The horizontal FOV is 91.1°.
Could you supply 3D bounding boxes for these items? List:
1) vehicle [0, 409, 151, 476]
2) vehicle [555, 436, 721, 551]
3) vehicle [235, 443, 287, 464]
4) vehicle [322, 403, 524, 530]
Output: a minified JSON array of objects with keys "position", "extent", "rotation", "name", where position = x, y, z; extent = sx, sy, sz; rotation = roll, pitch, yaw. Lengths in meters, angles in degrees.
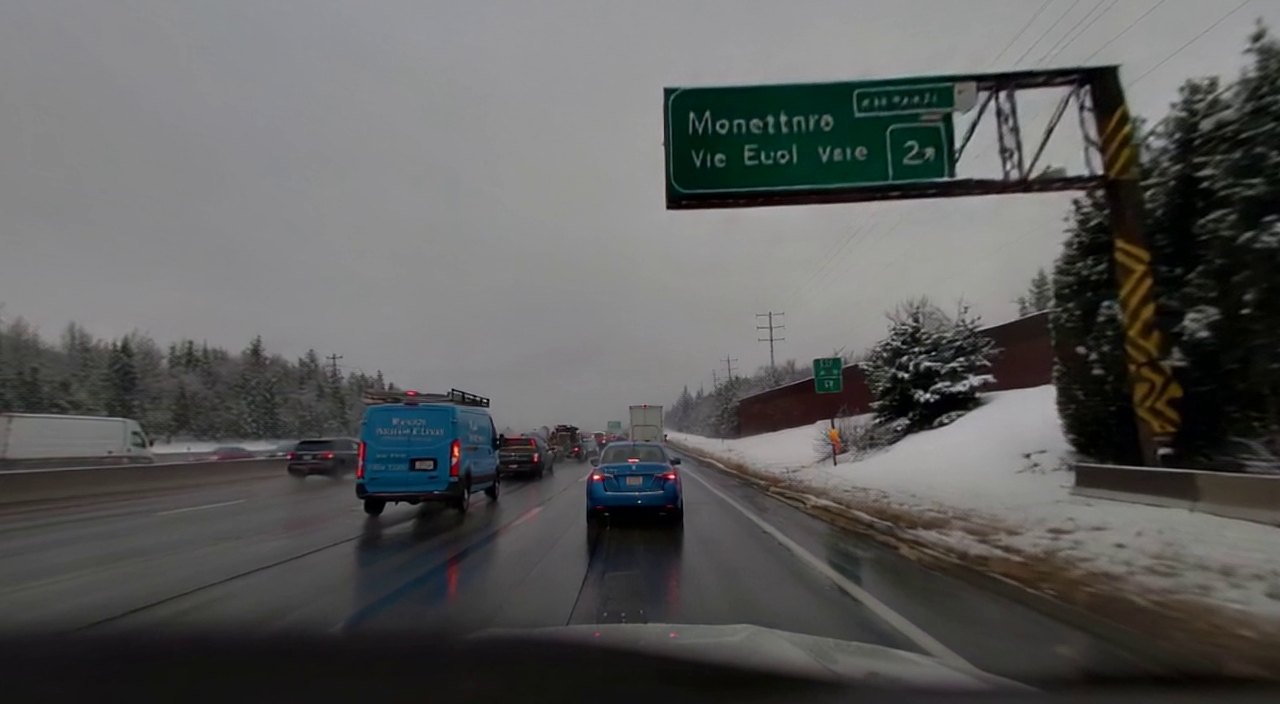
[{"position":[-37.440,5.759,39.841],"extent":[2.933,3.731,11.455],"rotation":[-1,-8,4],"name":"vehicle"},{"position":[-0.031,2.065,9.901],"extent":[2.054,1.421,4.090],"rotation":[0,-8,0],"name":"vehicle"},{"position":[-28.702,7.658,47.625],"extent":[1.630,1.437,3.588],"rotation":[-3,-8,1],"name":"vehicle"},{"position":[-3.791,2.114,12.066],"extent":[2.142,1.952,4.556],"rotation":[0,-8,1],"name":"vehicle"}]
